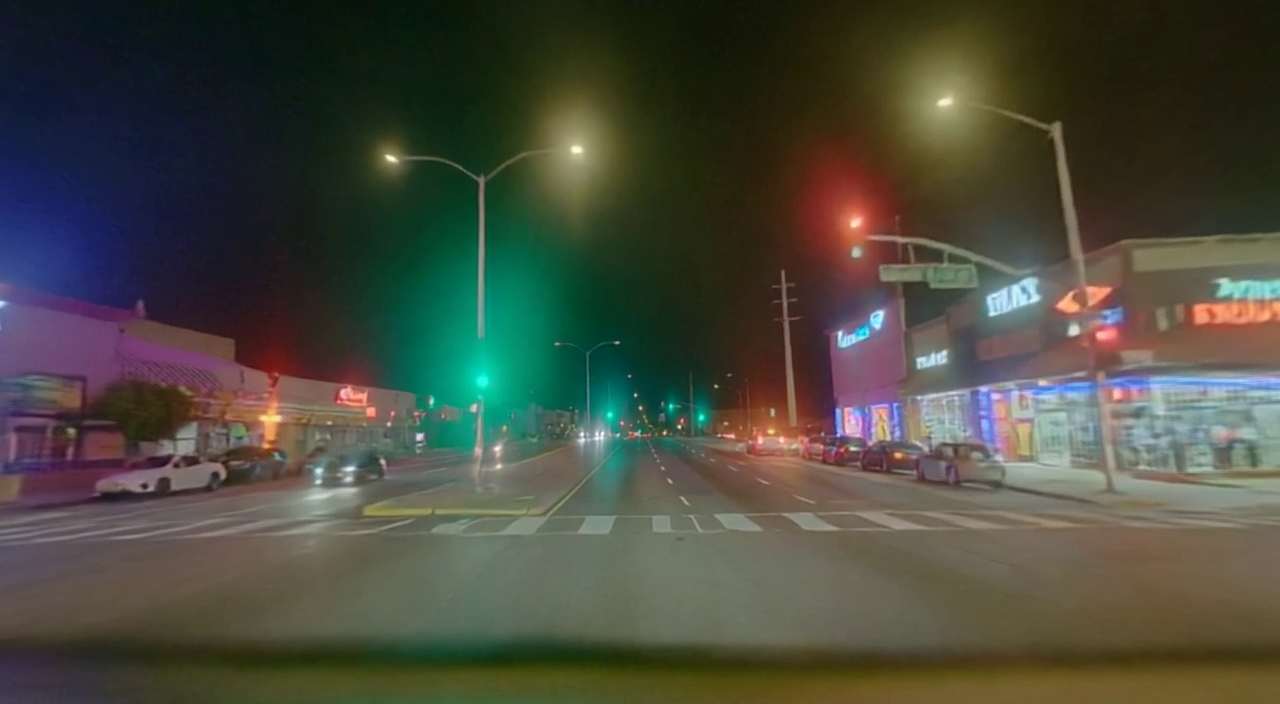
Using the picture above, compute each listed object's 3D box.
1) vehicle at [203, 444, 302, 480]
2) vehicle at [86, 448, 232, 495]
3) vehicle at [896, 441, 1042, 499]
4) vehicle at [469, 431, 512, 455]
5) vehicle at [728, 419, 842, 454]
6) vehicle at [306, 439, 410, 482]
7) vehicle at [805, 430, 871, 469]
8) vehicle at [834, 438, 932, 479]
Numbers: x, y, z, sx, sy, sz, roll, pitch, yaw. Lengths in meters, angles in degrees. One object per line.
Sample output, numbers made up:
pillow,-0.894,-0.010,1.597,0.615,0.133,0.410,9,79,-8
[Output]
vehicle,-18.137,5.125,29.836,1.756,1.525,4.355,-1,-8,3
vehicle,-18.075,4.456,24.099,1.858,1.493,4.721,0,-8,0
vehicle,9.697,3.473,19.134,1.948,1.483,4.645,0,-8,0
vehicle,-11.024,6.730,46.847,2.027,1.722,4.471,0,-8,1
vehicle,9.844,6.007,44.224,6.229,2.004,6.552,-2,-10,-2
vehicle,-10.974,4.235,25.040,1.943,1.501,4.626,0,-8,1
vehicle,9.946,4.888,32.061,1.925,1.808,4.255,0,-8,0
vehicle,9.770,4.283,25.894,1.913,1.492,4.787,0,-8,-3
